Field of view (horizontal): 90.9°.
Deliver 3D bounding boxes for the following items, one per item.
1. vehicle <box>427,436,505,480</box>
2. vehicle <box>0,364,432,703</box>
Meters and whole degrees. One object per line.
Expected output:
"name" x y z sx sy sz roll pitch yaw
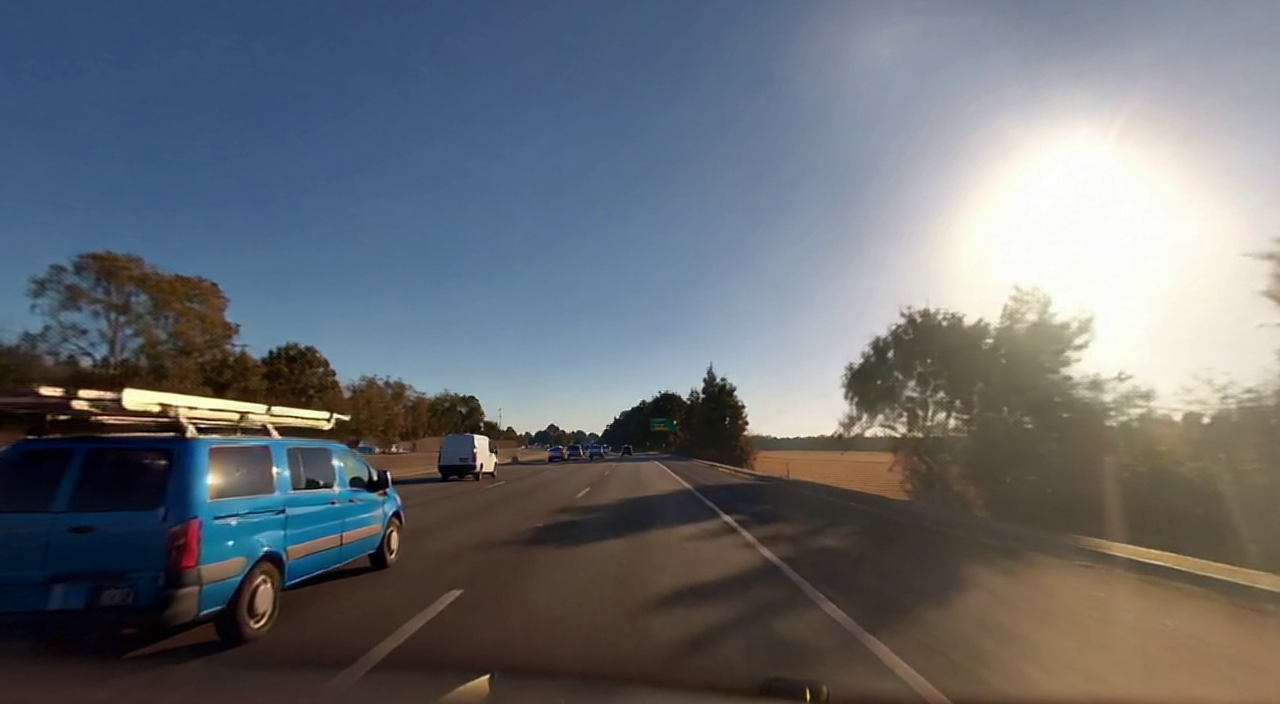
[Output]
"vehicle" -7.541 4.650 27.849 2.093 1.752 4.771 0 -9 0
"vehicle" -3.563 1.255 5.162 2.040 1.679 4.865 0 -9 0
